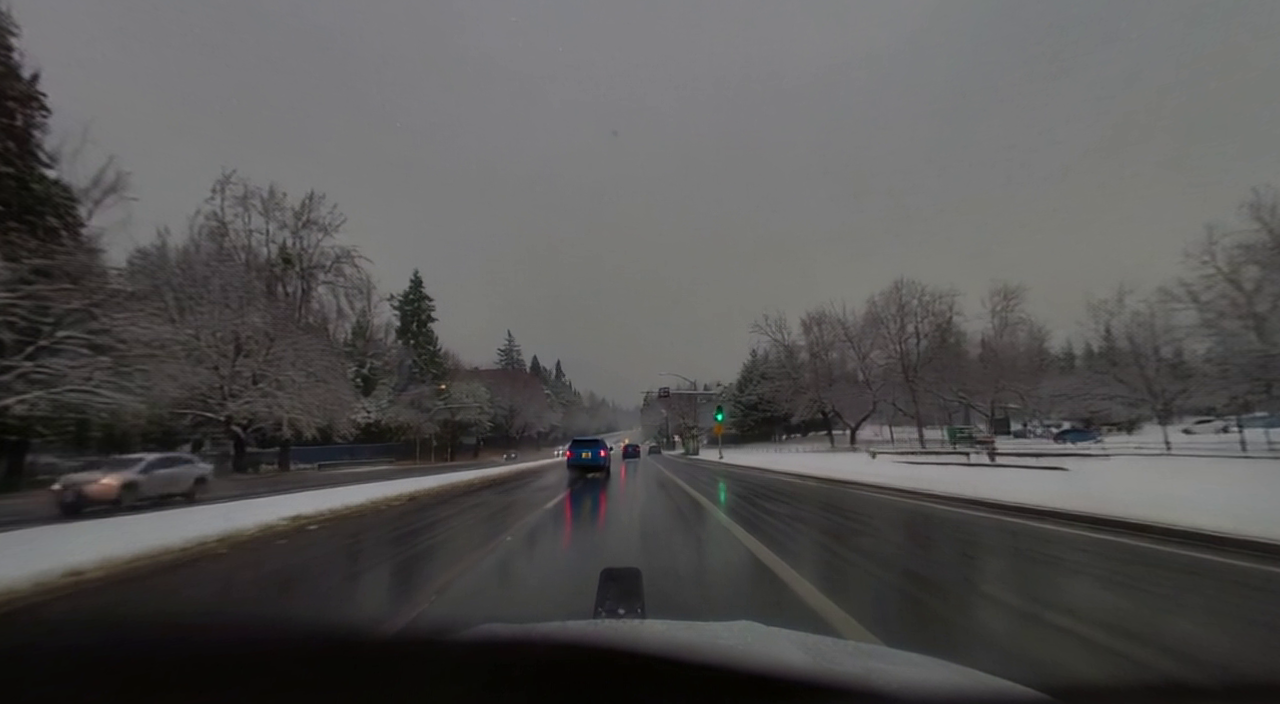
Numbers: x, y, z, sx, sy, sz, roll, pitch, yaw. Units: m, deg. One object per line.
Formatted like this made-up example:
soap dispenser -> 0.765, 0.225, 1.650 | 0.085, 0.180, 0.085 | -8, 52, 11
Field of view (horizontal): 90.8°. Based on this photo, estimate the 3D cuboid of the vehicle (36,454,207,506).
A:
vehicle -> -17.151, 4.214, 21.299 | 1.895, 1.502, 4.711 | 1, -9, -2

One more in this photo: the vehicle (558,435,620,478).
vehicle -> -2.110, 4.505, 27.337 | 2.174, 1.703, 4.231 | 0, -9, 2
